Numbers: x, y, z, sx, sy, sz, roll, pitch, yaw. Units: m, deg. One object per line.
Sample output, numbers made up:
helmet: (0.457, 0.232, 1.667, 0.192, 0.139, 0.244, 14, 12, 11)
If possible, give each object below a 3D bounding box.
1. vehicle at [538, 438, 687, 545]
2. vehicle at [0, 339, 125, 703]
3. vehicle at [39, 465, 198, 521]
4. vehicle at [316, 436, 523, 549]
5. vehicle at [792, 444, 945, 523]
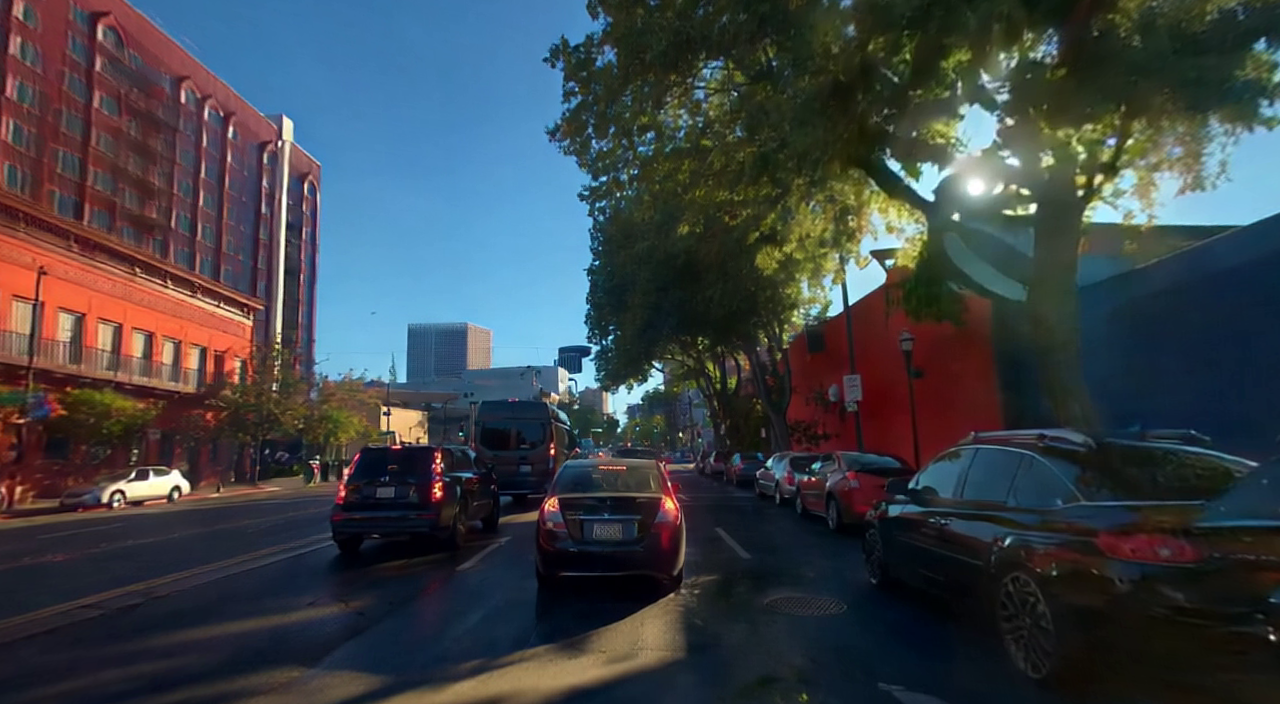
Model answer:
vehicle: (-0.393, 2.342, 11.229, 2.152, 1.518, 4.113, 0, -9, 0)
vehicle: (-3.698, 0.559, 0.744, 2.140, 1.768, 4.685, 0, -9, 1)
vehicle: (-17.876, 4.808, 21.916, 1.802, 1.609, 4.284, 0, -9, 0)
vehicle: (-3.533, 2.319, 11.137, 1.995, 1.554, 4.426, 0, -9, 1)
vehicle: (4.899, 2.853, 14.184, 1.832, 1.491, 4.054, 1, -9, -1)
